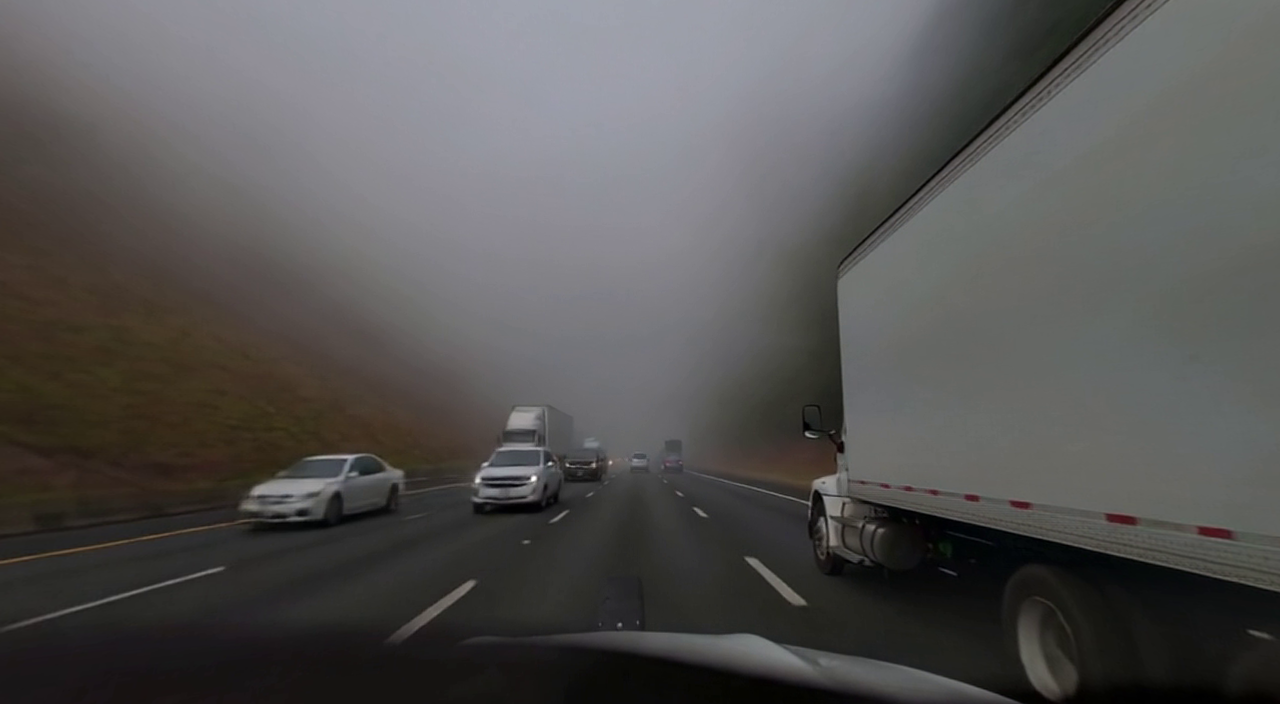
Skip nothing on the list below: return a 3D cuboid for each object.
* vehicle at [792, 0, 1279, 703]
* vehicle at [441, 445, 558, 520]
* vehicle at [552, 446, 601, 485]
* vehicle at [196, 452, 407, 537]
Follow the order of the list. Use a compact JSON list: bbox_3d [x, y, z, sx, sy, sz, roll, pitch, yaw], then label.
[{"bbox_3d":[3.222,0.134,3.939,2.959,3.973,5.928,0,-9,0],"label":"vehicle"},{"bbox_3d":[-3.275,3.107,15.513,2.005,1.598,3.684,0,-9,0],"label":"vehicle"},{"bbox_3d":[-3.172,5.773,32.416,2.088,1.860,4.164,0,-9,0],"label":"vehicle"},{"bbox_3d":[-6.670,2.815,13.159,1.911,1.422,4.515,0,-9,0],"label":"vehicle"}]
